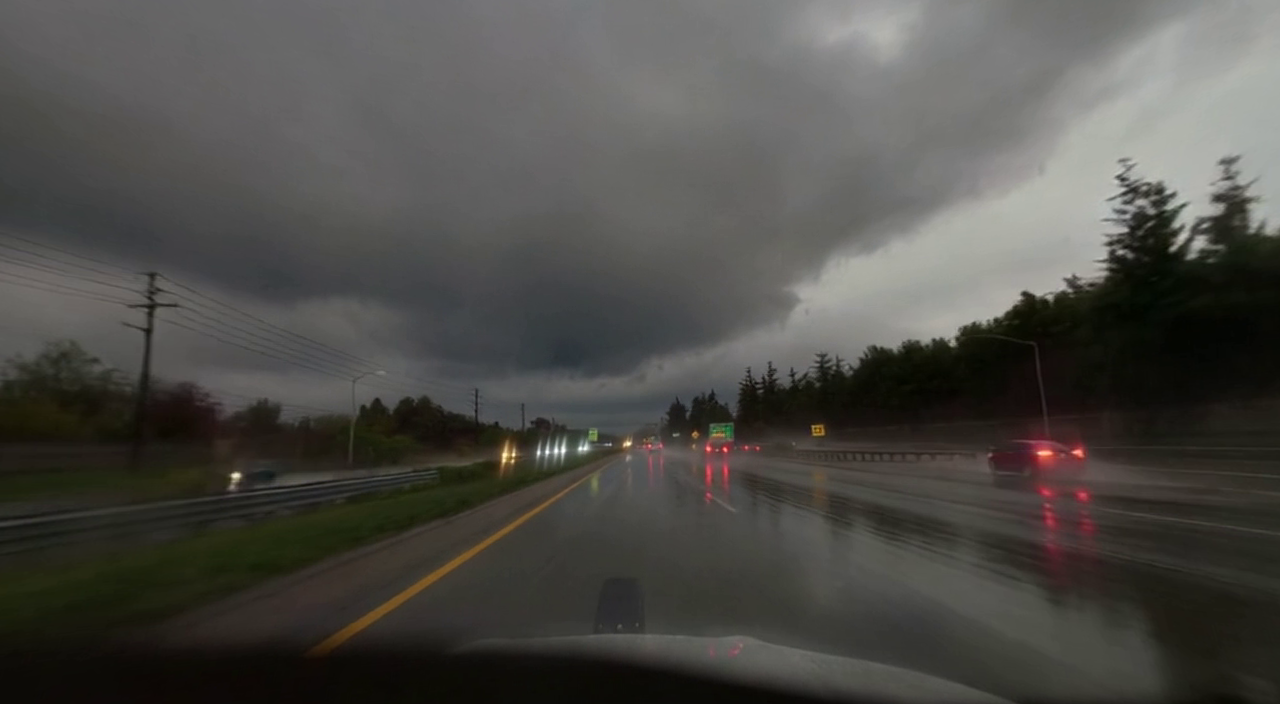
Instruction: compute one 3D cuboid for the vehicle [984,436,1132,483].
[{"bbox_3d":[14.643,3.787,22.441,2.089,1.484,4.573,0,-9,-1],"label":"vehicle"}]
